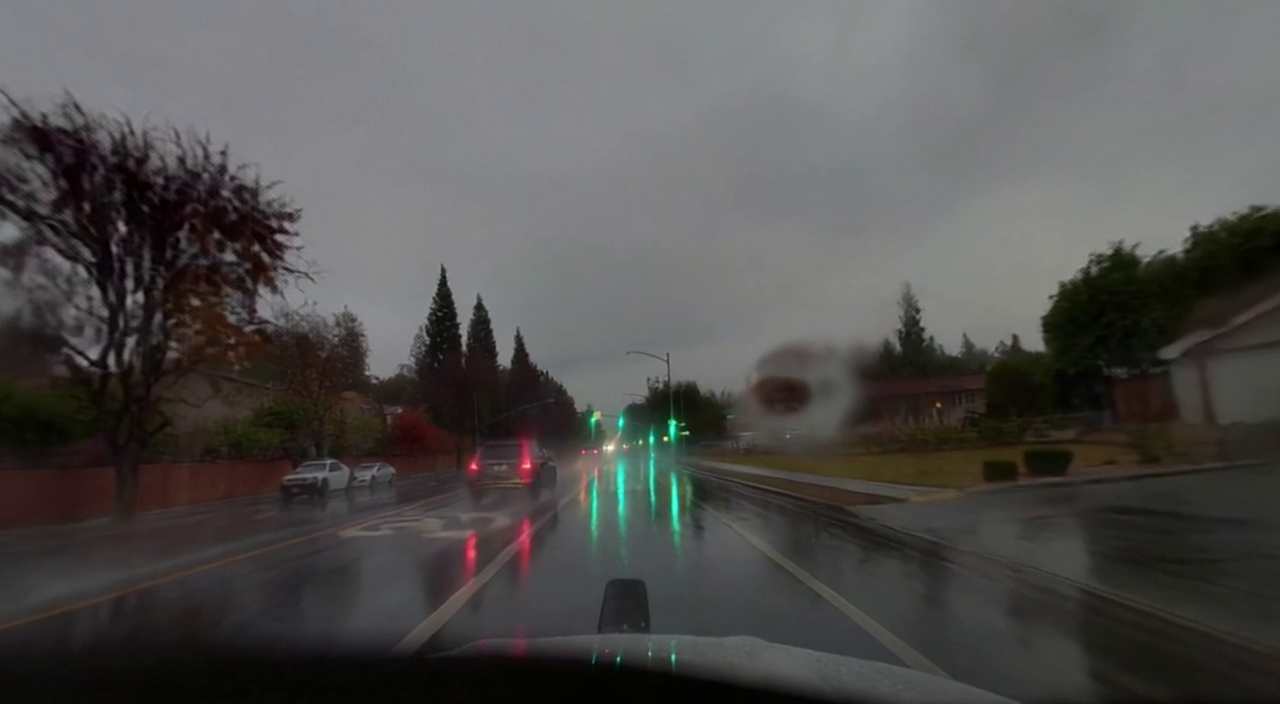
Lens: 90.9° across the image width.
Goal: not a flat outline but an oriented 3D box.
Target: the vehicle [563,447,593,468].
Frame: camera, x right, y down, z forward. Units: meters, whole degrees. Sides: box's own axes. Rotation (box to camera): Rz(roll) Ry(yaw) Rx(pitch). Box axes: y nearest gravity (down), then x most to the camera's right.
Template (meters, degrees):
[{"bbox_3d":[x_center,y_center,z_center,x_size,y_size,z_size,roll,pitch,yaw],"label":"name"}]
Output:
[{"bbox_3d":[-4.838,8.277,49.625,2.060,1.530,4.121,0,-8,-1],"label":"vehicle"}]

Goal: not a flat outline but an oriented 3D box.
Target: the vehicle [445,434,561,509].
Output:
[{"bbox_3d":[-3.455,3.115,16.941,2.084,1.701,4.734,0,-8,0],"label":"vehicle"}]

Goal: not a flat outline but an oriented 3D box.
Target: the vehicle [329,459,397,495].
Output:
[{"bbox_3d":[-15.065,6.779,34.500,1.860,1.490,4.542,-4,-7,-2],"label":"vehicle"}]

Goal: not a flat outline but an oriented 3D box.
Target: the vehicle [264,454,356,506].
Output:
[{"bbox_3d":[-14.792,5.705,28.605,1.972,1.887,4.777,-3,-7,-5],"label":"vehicle"}]
